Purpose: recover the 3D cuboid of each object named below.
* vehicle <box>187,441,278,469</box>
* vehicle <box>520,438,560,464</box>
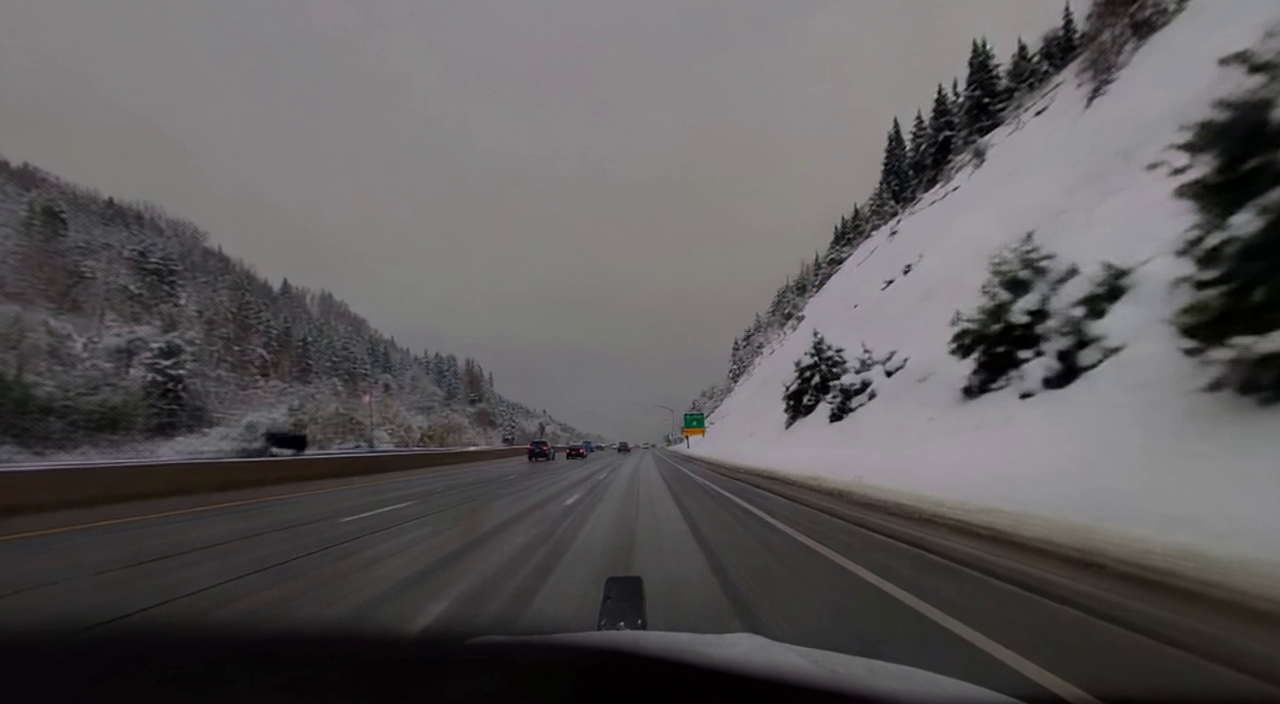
[{"bbox_3d":[-22.404,5.682,34.766,2.075,1.443,4.314,0,-8,1],"label":"vehicle"},{"bbox_3d":[-6.680,6.665,42.325,1.972,1.660,4.254,0,-8,1],"label":"vehicle"}]
